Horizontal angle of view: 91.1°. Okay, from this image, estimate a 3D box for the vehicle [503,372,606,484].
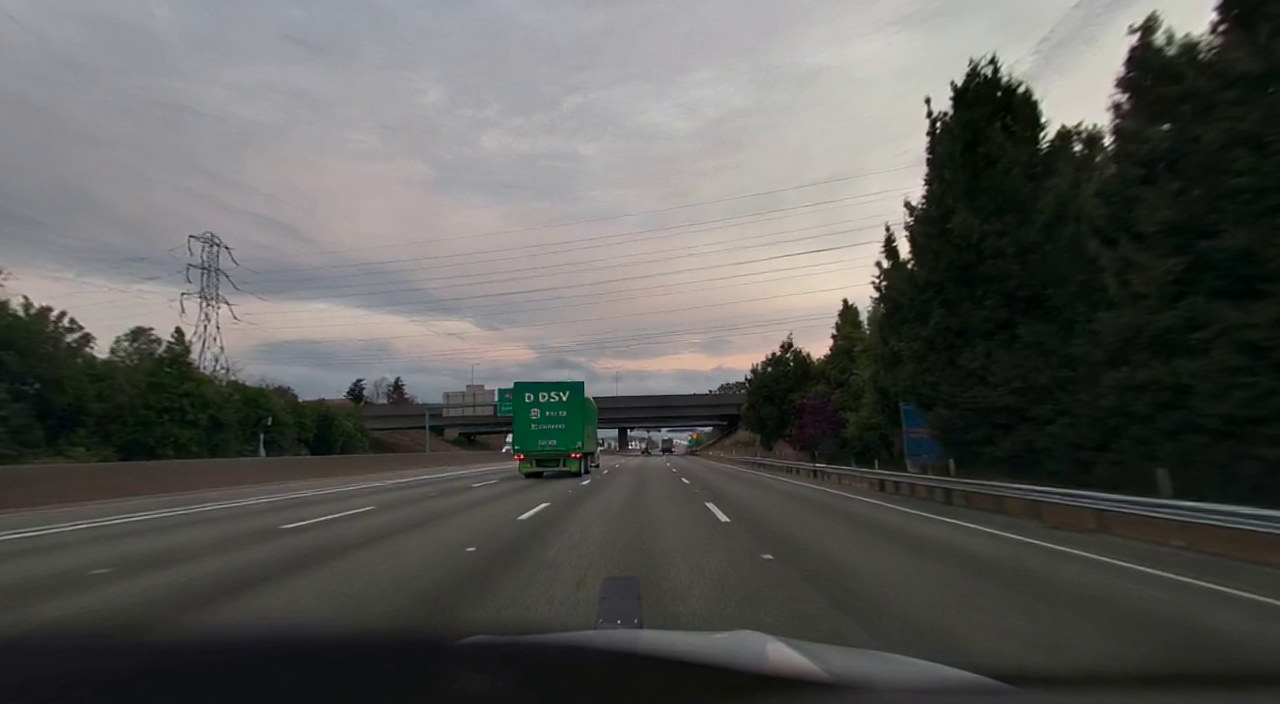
[{"bbox_3d":[-3.434,3.703,29.169,3.025,4.002,12.709,0,-9,0],"label":"vehicle"}]
